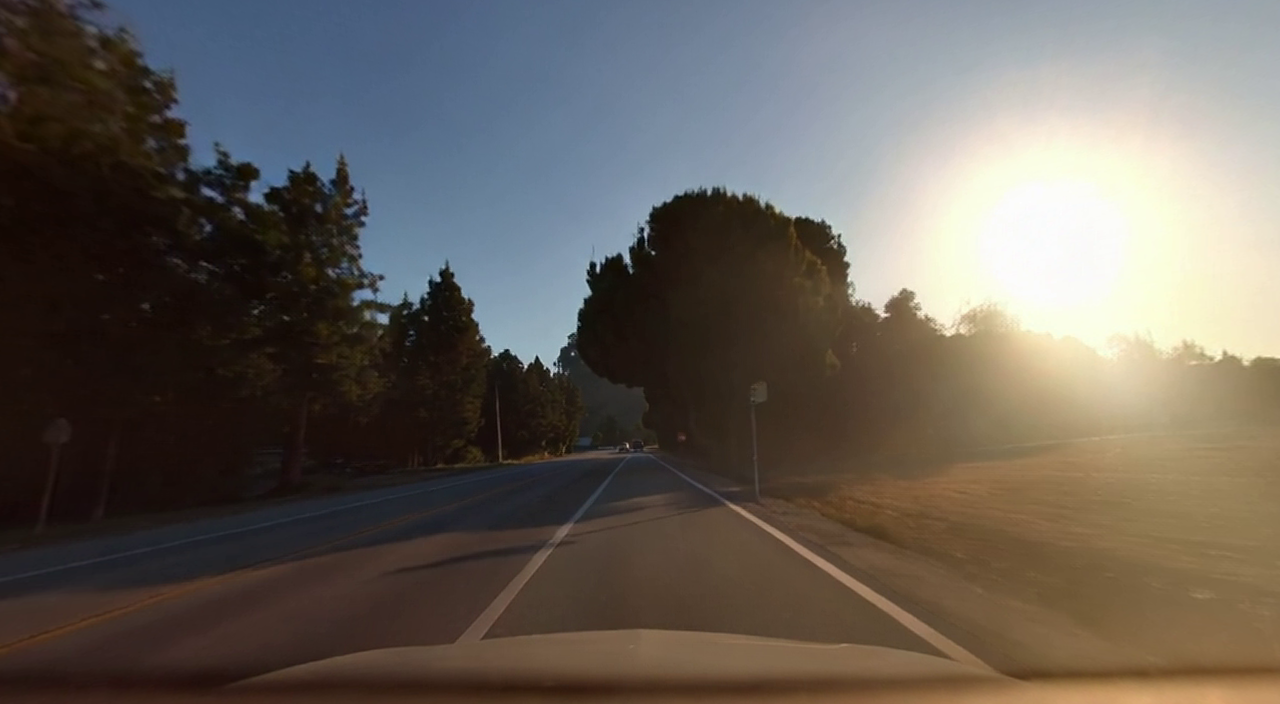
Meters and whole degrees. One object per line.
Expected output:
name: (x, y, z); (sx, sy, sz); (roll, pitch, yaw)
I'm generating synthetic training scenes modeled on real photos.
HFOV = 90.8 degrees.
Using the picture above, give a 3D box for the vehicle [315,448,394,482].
vehicle: (-20.625, 8.152, 45.709); (4.655, 1.832, 2.227); (-6, -7, 1)
